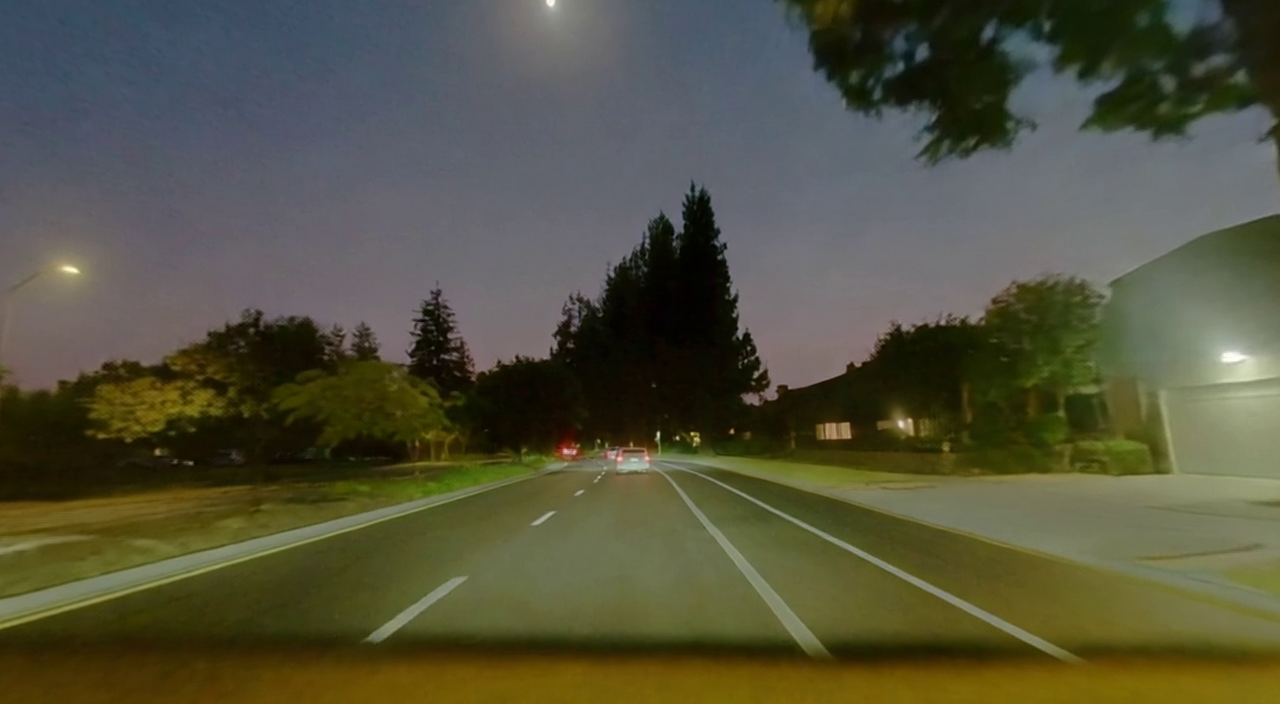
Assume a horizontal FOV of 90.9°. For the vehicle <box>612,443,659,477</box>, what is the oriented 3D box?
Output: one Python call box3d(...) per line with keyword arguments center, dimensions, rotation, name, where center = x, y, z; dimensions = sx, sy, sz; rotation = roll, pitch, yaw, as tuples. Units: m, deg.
box3d(center=(-0.228, 4.904, 28.945), dimensions=(2.009, 1.456, 4.003), rotation=(0, -8, -1), name="vehicle")
